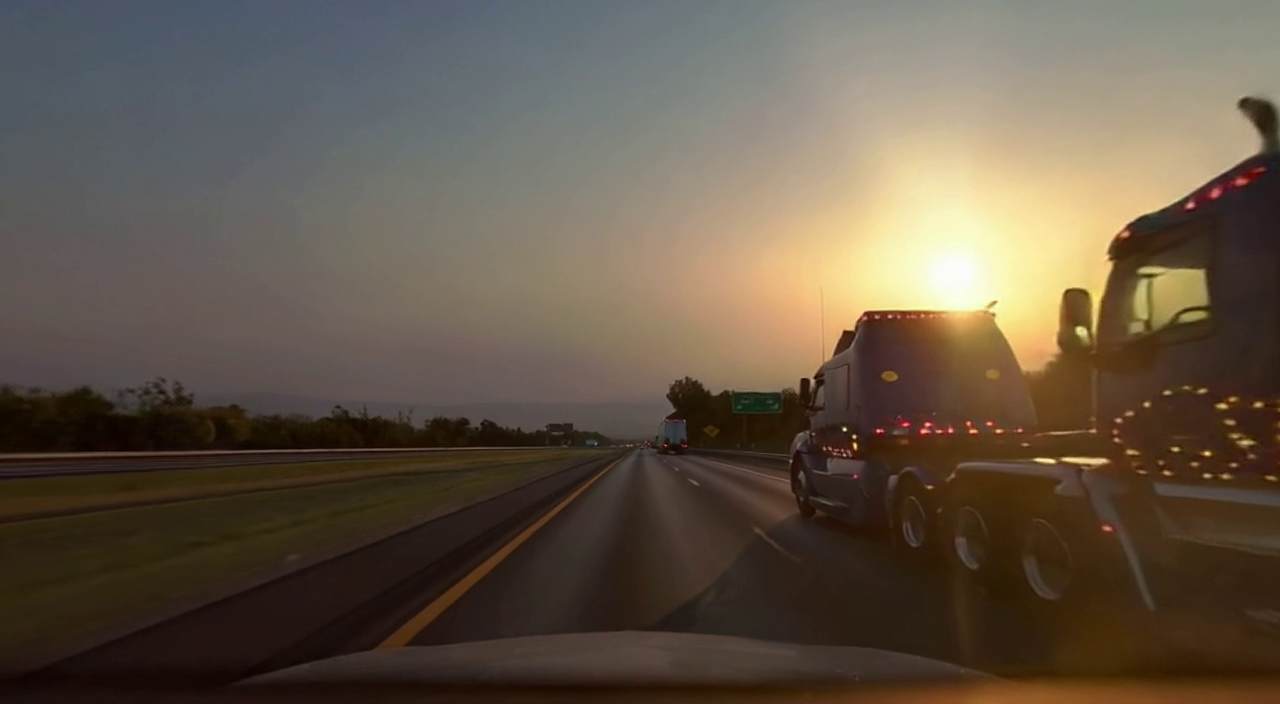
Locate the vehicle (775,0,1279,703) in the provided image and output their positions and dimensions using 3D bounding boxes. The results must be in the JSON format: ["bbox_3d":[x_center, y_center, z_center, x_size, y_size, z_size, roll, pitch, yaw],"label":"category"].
[{"bbox_3d":[4.043,0.299,6.814,3.080,4.016,9.760,0,-8,1],"label":"vehicle"}]
